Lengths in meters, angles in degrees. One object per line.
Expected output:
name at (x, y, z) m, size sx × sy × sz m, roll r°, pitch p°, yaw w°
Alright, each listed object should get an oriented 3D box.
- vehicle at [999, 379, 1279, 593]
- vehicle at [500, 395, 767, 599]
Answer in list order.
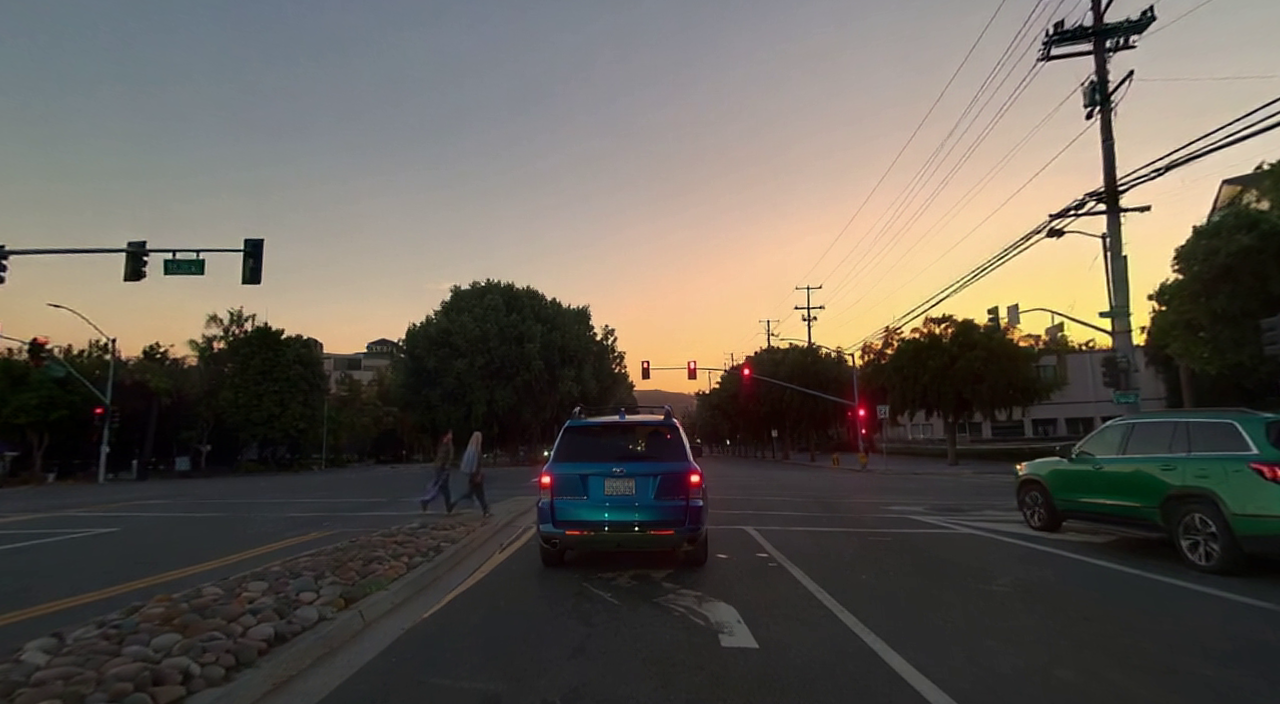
vehicle at (6.595, 1.420, 7.217) m, size 2.119 × 1.827 × 4.806 m, roll 0°, pitch -9°, yaw 0°
vehicle at (-0.087, 1.565, 7.639) m, size 2.285 × 1.729 × 4.252 m, roll 0°, pitch -9°, yaw -1°
